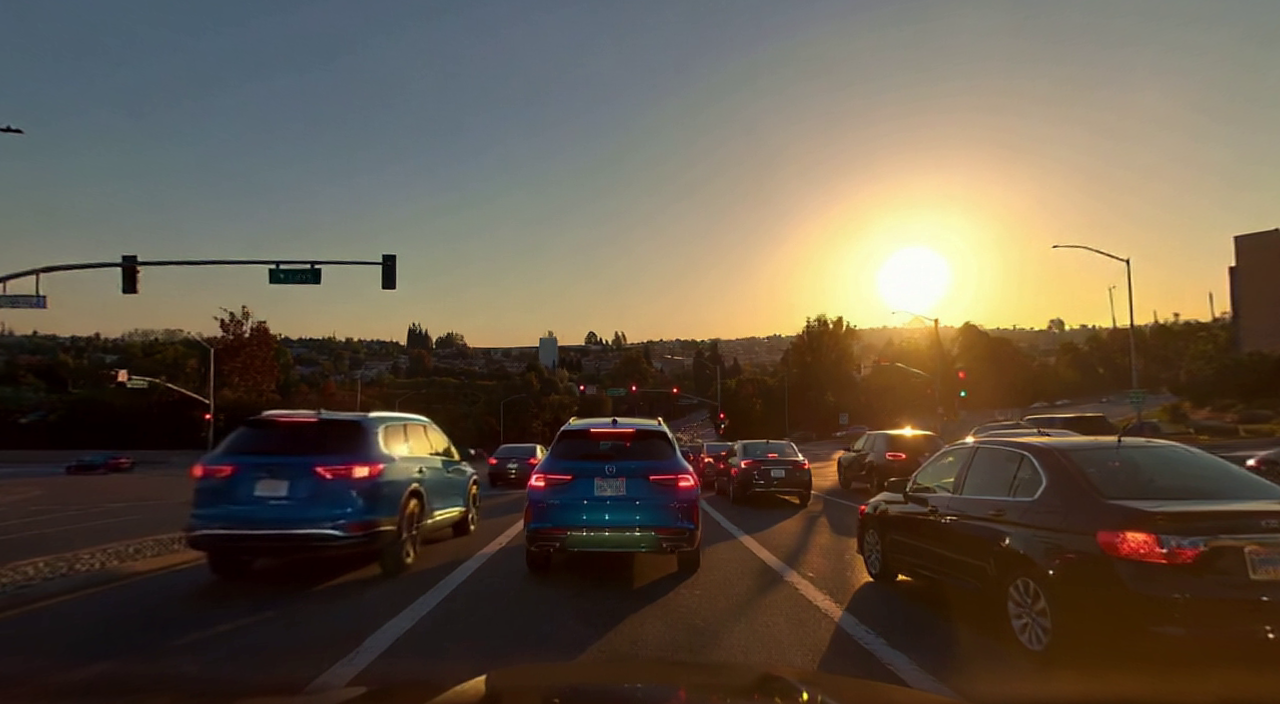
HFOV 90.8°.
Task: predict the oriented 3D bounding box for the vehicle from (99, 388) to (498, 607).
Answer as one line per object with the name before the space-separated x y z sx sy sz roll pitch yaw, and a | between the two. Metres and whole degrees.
vehicle | -3.380 1.563 7.773 2.186 1.794 4.972 0 -8 -1

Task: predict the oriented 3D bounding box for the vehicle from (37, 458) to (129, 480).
vehicle | -37.998 7.981 43.150 4.468 1.430 1.770 0 -8 -2

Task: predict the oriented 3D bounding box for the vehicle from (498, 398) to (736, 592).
vehicle | -0.268 1.550 7.627 2.101 1.707 3.904 0 -8 -2

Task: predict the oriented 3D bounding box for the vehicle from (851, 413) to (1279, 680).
vehicle | 3.628 1.396 5.708 1.861 1.478 4.185 0 -8 -2

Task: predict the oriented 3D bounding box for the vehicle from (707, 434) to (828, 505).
vehicle | 2.990 2.856 15.775 1.950 1.506 4.086 0 -8 -3
